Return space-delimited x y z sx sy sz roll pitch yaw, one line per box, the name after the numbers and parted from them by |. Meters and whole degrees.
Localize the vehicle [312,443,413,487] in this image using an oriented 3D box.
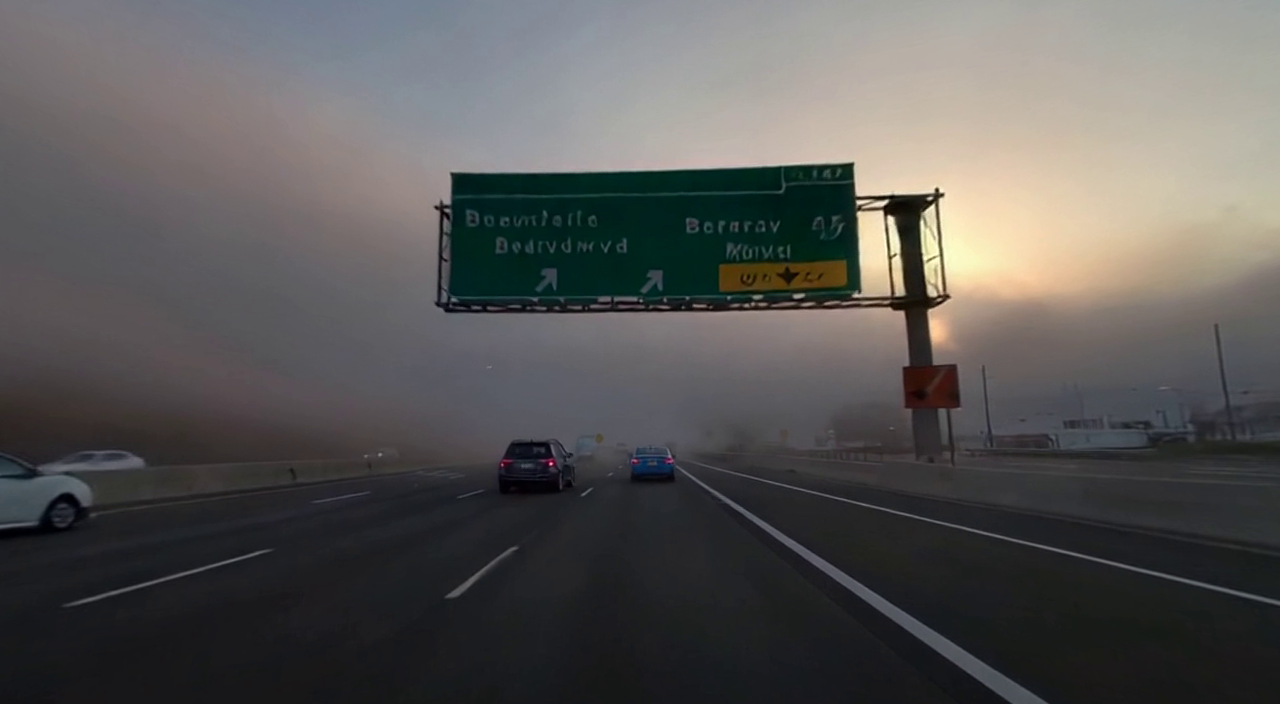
-10.210 4.150 23.581 1.861 1.495 4.007 0 -8 1 | vehicle

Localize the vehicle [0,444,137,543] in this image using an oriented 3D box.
-10.088 2.104 9.485 1.774 1.408 3.917 0 -8 1 | vehicle

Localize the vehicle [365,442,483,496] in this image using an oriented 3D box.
-6.369 3.478 19.191 1.933 1.439 4.441 0 -8 1 | vehicle

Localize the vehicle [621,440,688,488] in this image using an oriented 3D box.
0.464 3.798 21.711 2.090 1.474 3.970 0 -8 1 | vehicle

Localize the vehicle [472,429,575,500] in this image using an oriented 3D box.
-3.114 3.096 17.832 2.007 1.730 4.412 0 -8 1 | vehicle

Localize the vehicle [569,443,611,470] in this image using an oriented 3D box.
-2.959 6.285 38.195 2.048 1.497 4.466 0 -8 2 | vehicle
